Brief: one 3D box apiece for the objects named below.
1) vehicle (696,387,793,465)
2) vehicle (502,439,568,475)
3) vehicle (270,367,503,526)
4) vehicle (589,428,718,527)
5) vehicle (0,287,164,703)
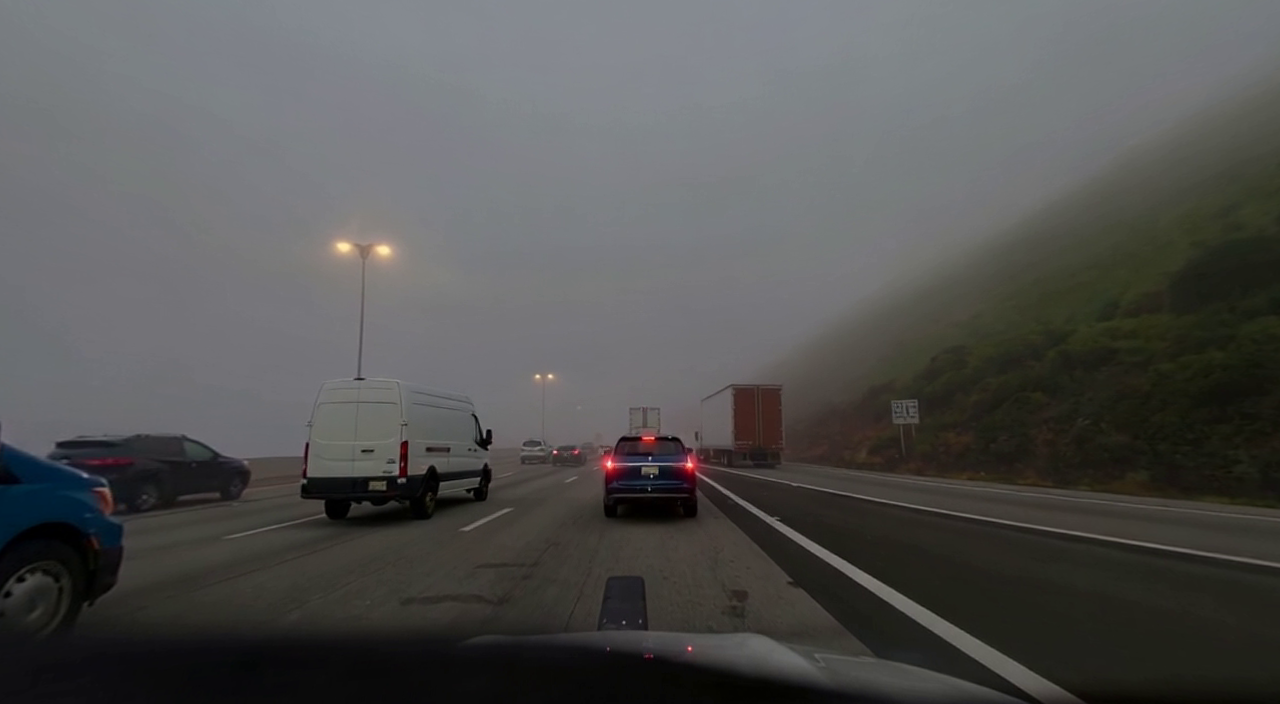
[{"bbox_3d":[6.540,5.318,43.348,2.989,4.277,16.586,0,-8,-3],"label":"vehicle"},{"bbox_3d":[-4.485,4.562,27.658,2.007,1.457,4.447,-1,-8,1],"label":"vehicle"},{"bbox_3d":[-4.649,1.913,12.933,2.300,2.522,5.701,0,-8,1],"label":"vehicle"},{"bbox_3d":[0.174,2.249,11.838,2.003,1.499,3.930,0,-8,-1],"label":"vehicle"},{"bbox_3d":[-4.245,0.476,1.329,2.195,2.086,5.445,0,-8,0],"label":"vehicle"}]
